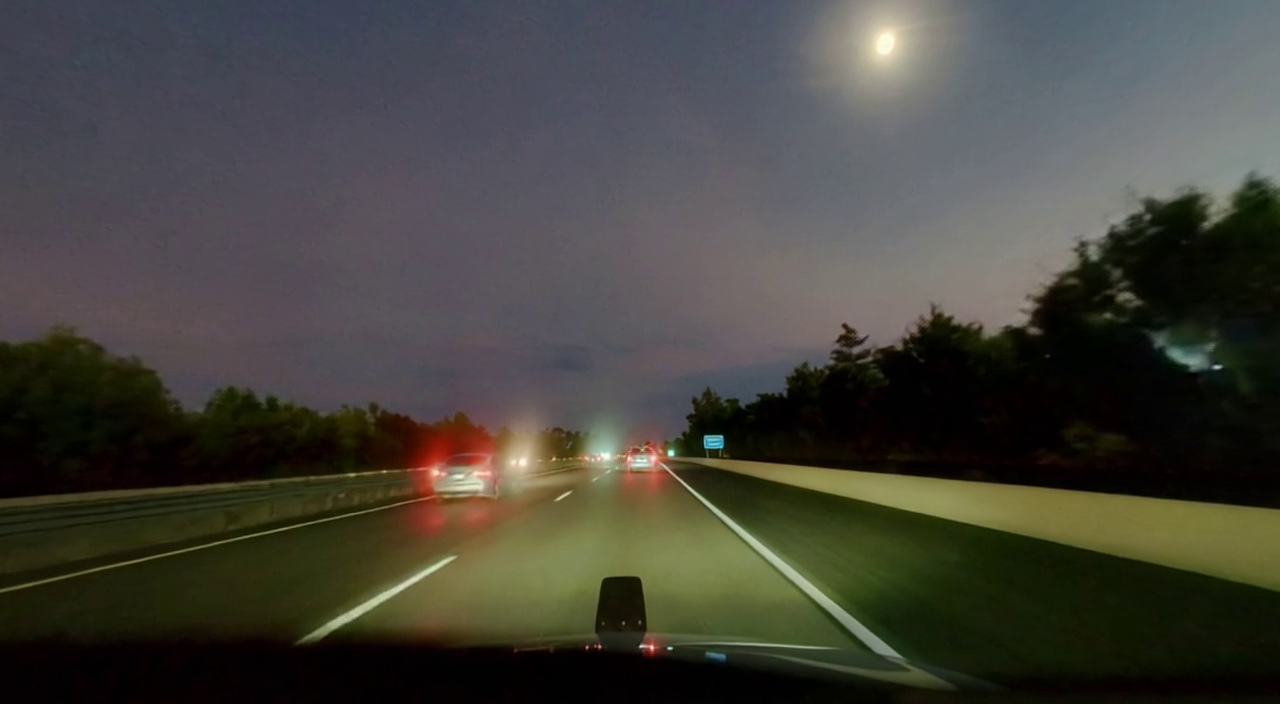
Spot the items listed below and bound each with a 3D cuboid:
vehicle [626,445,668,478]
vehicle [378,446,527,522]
[{"bbox_3d":[0.355,5.997,34.756,2.172,1.687,3.929,0,-9,0],"label":"vehicle"},{"bbox_3d":[-4.051,2.917,14.499,1.998,1.460,4.422,0,-9,1],"label":"vehicle"}]
